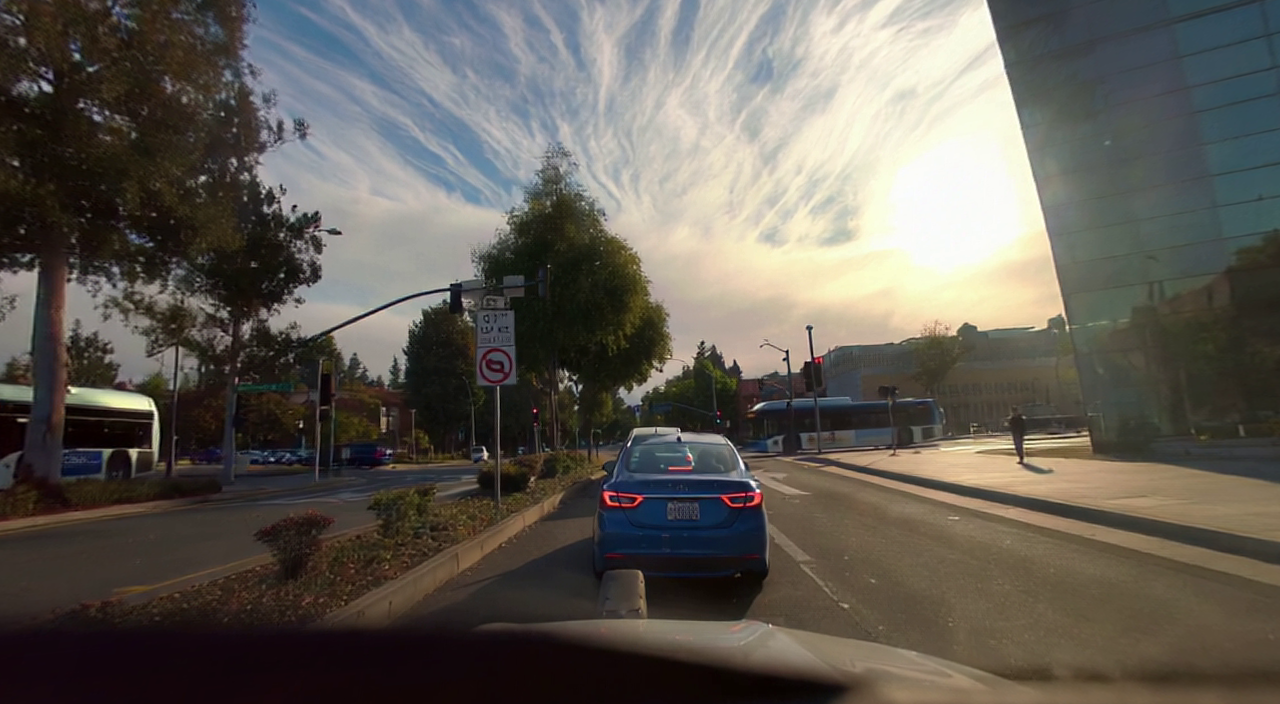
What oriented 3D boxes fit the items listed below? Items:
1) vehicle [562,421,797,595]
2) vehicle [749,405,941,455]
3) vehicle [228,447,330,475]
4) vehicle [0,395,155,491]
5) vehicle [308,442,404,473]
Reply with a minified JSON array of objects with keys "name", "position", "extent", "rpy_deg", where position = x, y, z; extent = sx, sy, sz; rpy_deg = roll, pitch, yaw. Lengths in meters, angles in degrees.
[{"name":"vehicle","position":[0.375,1.626,7.388],"extent":[2.006,1.470,3.799],"rpy_deg":[0,-8,1]},{"name":"vehicle","position":[15.702,6.124,49.296],"extent":[13.811,3.706,2.997],"rpy_deg":[0,-9,1]},{"name":"vehicle","position":[-20.792,6.288,36.638],"extent":[1.883,1.461,4.830],"rpy_deg":[-4,-10,27]},{"name":"vehicle","position":[-25.946,3.643,25.331],"extent":[2.692,3.685,10.153],"rpy_deg":[-3,-9,20]},{"name":"vehicle","position":[-16.294,6.027,36.395],"extent":[1.892,1.645,4.561],"rpy_deg":[-8,-11,41]}]
